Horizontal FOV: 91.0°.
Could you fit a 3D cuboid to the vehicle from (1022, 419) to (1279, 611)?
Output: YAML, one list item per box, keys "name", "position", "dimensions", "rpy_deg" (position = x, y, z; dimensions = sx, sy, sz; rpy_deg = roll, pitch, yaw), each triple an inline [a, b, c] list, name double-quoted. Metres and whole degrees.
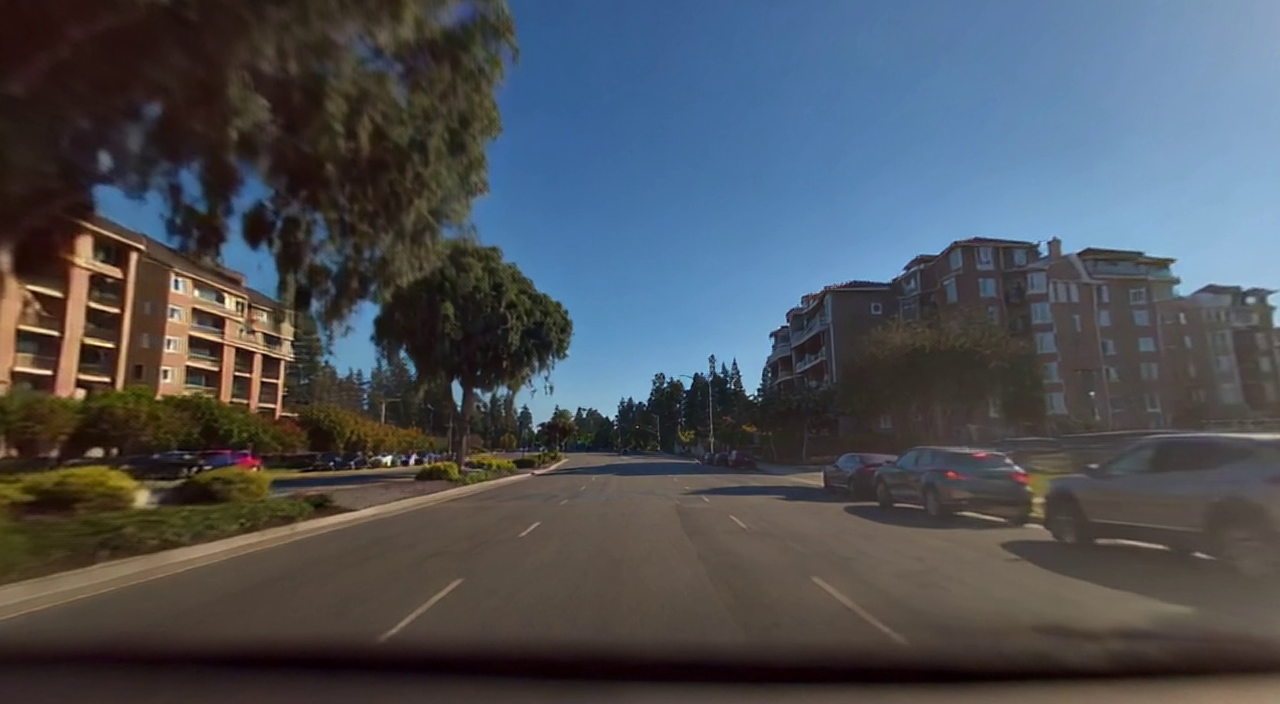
- name: "vehicle"
  position: [6.751, 1.686, 7.119]
  dimensions: [2.078, 1.699, 4.292]
  rpy_deg: [0, -9, -1]

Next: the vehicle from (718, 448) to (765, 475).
- name: "vehicle"
  position: [6.158, 6.696, 38.713]
  dimensions: [2.056, 1.528, 4.816]
  rpy_deg: [0, -9, 0]

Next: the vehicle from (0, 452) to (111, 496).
- name: "vehicle"
  position: [-25.857, 5.221, 27.320]
  dimensions: [1.945, 1.694, 4.329]
  rpy_deg: [0, -9, -1]

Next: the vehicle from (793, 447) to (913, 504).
- name: "vehicle"
  position: [6.548, 3.846, 20.060]
  dimensions: [1.956, 1.487, 5.176]
  rpy_deg: [-3, -9, 0]

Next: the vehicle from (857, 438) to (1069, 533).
- name: "vehicle"
  position: [6.595, 2.756, 13.617]
  dimensions: [2.060, 1.672, 4.556]
  rpy_deg: [0, -9, -2]

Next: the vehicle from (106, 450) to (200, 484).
- name: "vehicle"
  position: [-26.057, 6.120, 33.888]
  dimensions: [1.781, 1.666, 4.238]
  rpy_deg: [0, -9, -2]

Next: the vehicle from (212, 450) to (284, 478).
- name: "vehicle"
  position: [-25.685, 7.325, 41.417]
  dimensions: [2.000, 1.696, 4.318]
  rpy_deg: [0, -9, -1]
